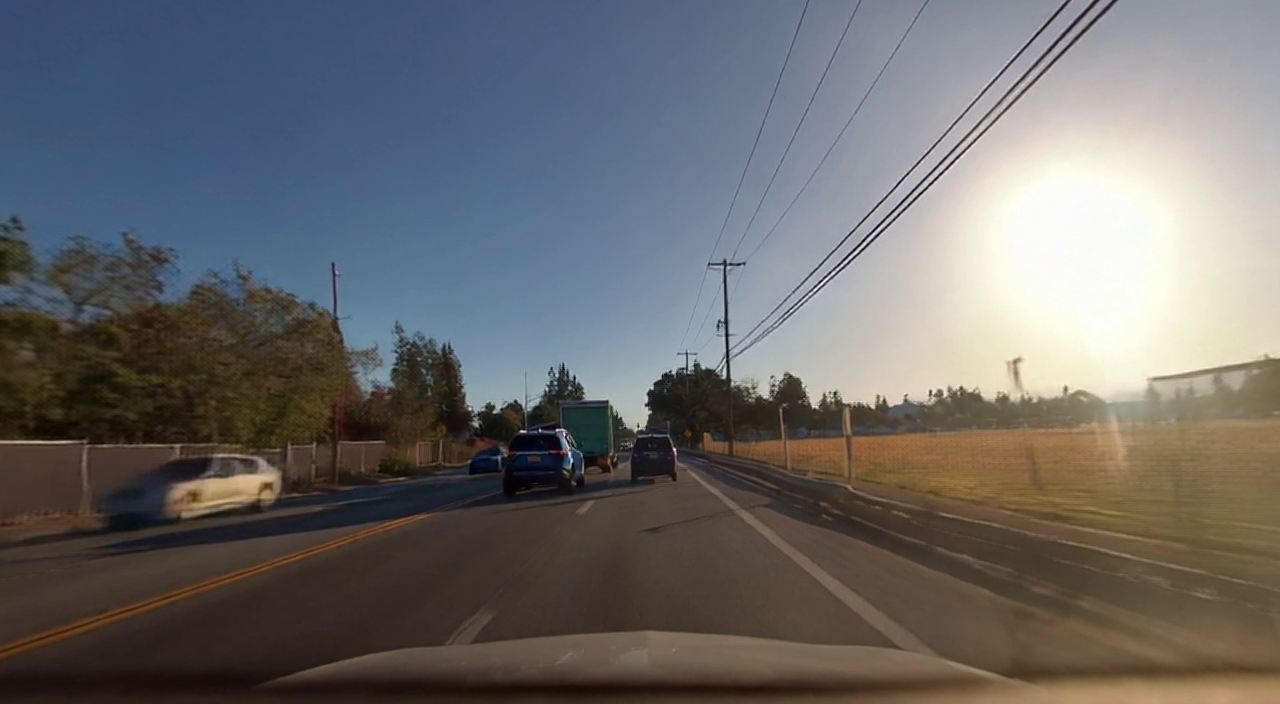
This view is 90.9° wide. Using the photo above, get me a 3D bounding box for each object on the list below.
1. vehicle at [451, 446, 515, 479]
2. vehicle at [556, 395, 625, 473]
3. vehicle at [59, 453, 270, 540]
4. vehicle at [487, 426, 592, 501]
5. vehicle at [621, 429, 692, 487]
[{"bbox_3d":[-8.036,5.672,32.718,2.081,1.568,4.265,0,-9,2],"label":"vehicle"},{"bbox_3d":[-2.475,4.706,35.262,2.928,3.658,10.953,0,-9,0],"label":"vehicle"},{"bbox_3d":[-11.832,3.547,16.184,1.959,1.691,4.479,-5,-9,0],"label":"vehicle"},{"bbox_3d":[-2.670,3.112,17.936,2.093,1.832,4.508,0,-9,2],"label":"vehicle"},{"bbox_3d":[0.524,3.554,21.325,2.174,1.749,4.113,0,-9,1],"label":"vehicle"}]
